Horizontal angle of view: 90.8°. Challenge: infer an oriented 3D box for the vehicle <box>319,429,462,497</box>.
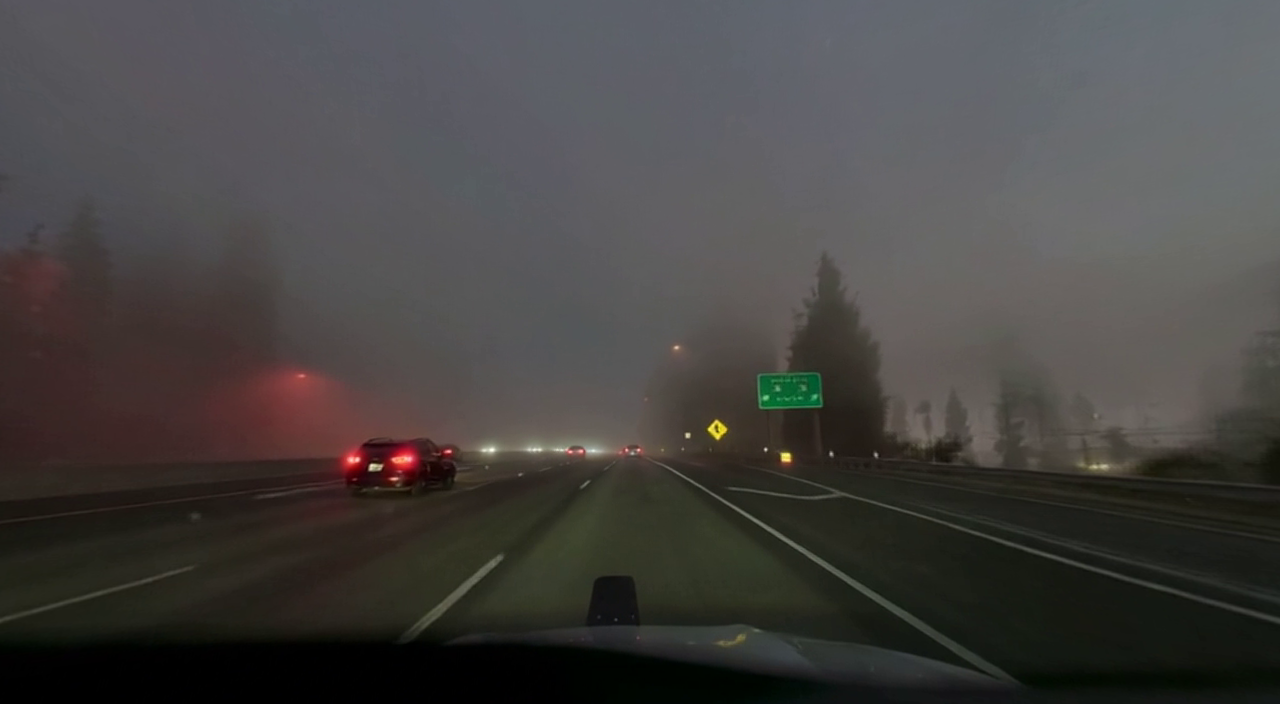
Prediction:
[{"bbox_3d":[-6.720,3.051,17.728,2.016,1.606,4.806,1,-8,1],"label":"vehicle"}]
